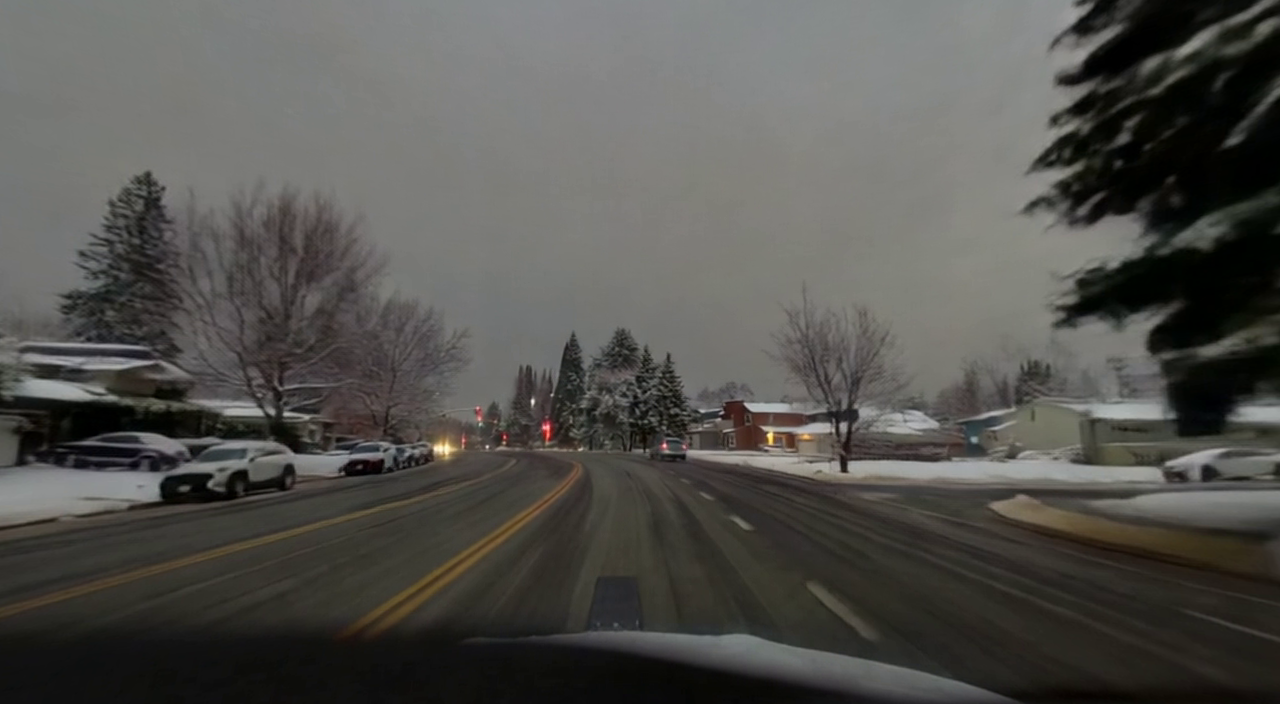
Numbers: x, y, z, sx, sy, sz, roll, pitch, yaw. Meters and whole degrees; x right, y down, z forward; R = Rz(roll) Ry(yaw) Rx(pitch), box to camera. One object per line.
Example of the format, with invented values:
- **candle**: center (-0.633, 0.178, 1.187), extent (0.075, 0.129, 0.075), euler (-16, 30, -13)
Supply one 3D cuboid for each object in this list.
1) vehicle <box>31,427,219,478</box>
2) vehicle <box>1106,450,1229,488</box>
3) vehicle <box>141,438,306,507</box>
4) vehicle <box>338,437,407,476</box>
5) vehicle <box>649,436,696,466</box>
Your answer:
- **vehicle**: center (-19.753, 3.889, 24.502), extent (5.061, 1.840, 2.236), euler (2, -8, -9)
- **vehicle**: center (22.704, 5.013, 27.419), extent (1.917, 1.479, 3.833), euler (0, -8, -2)
- **vehicle**: center (-12.141, 3.487, 18.872), extent (2.032, 1.773, 4.471), euler (1, -8, -3)
- **vehicle**: center (-13.477, 5.279, 32.161), extent (2.146, 1.806, 4.733), euler (2, -8, -10)
- **vehicle**: center (1.791, 5.675, 36.529), extent (1.951, 1.620, 4.582), euler (1, -8, -7)
